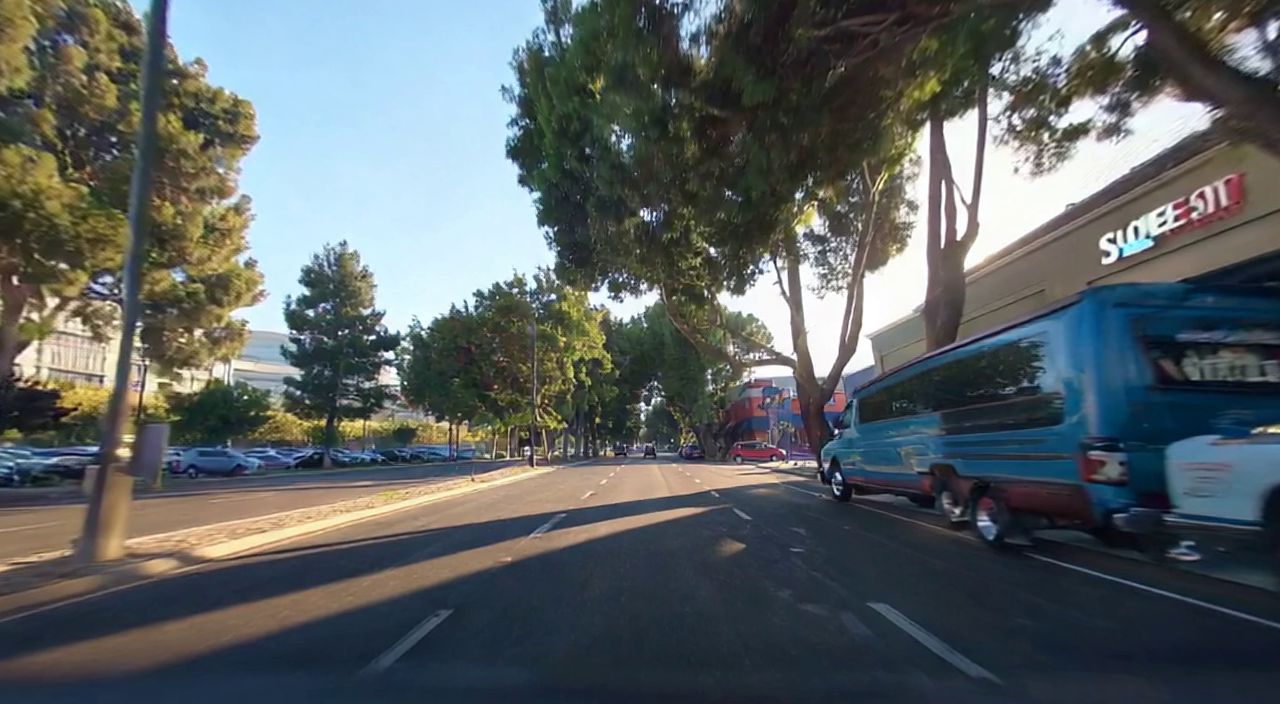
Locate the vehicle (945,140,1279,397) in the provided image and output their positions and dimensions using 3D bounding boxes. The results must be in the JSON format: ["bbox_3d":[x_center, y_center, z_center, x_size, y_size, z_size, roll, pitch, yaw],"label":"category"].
[{"bbox_3d":[6.597,-0.634,8.161,3.066,2.040,4.878,0,-9,4],"label":"vehicle"}]

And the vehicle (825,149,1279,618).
[{"bbox_3d":[6.552,0.956,10.821,3.145,4.015,10.939,0,-8,-1],"label":"vehicle"}]

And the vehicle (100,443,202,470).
[{"bbox_3d":[-32.059,6.867,41.468,4.796,1.581,2.278,-2,-8,-1],"label":"vehicle"}]
